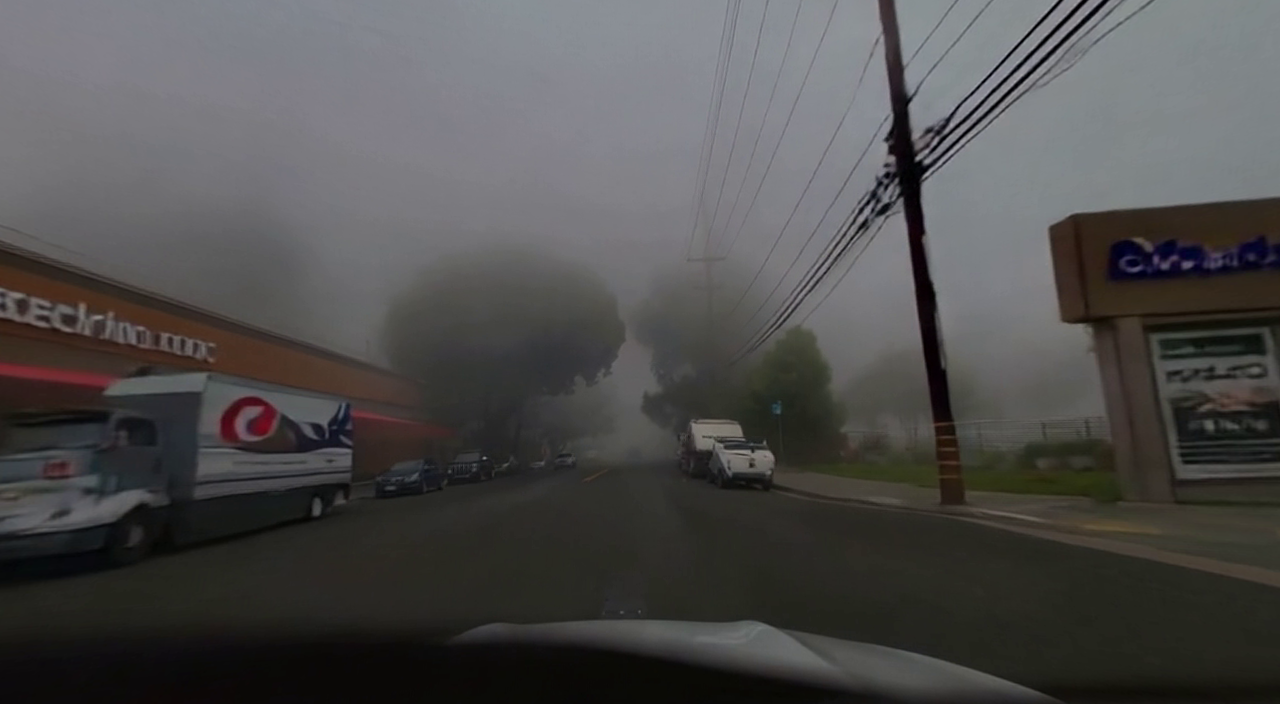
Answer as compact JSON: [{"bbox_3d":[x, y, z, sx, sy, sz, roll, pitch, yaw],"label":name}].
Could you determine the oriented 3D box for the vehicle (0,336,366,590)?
[{"bbox_3d":[-8.182,1.910,11.685,2.745,3.157,7.388,-1,-8,1],"label":"vehicle"}]

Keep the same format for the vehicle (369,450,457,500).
[{"bbox_3d":[-8.139,4.409,23.024,1.704,1.464,4.089,-3,-8,0],"label":"vehicle"}]

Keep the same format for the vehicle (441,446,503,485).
[{"bbox_3d":[-8.064,5.437,30.647,1.882,1.639,4.187,-3,-8,0],"label":"vehicle"}]

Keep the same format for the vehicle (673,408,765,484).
[{"bbox_3d":[3.653,4.612,31.904,3.011,3.127,8.608,-3,-7,-3],"label":"vehicle"}]

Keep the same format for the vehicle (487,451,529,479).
[{"bbox_3d":[-7.997,6.862,38.520,1.678,1.468,3.706,-4,-9,0],"label":"vehicle"}]

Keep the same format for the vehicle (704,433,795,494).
[{"bbox_3d":[3.514,3.685,21.286,2.097,1.784,4.915,0,-8,-1],"label":"vehicle"}]
